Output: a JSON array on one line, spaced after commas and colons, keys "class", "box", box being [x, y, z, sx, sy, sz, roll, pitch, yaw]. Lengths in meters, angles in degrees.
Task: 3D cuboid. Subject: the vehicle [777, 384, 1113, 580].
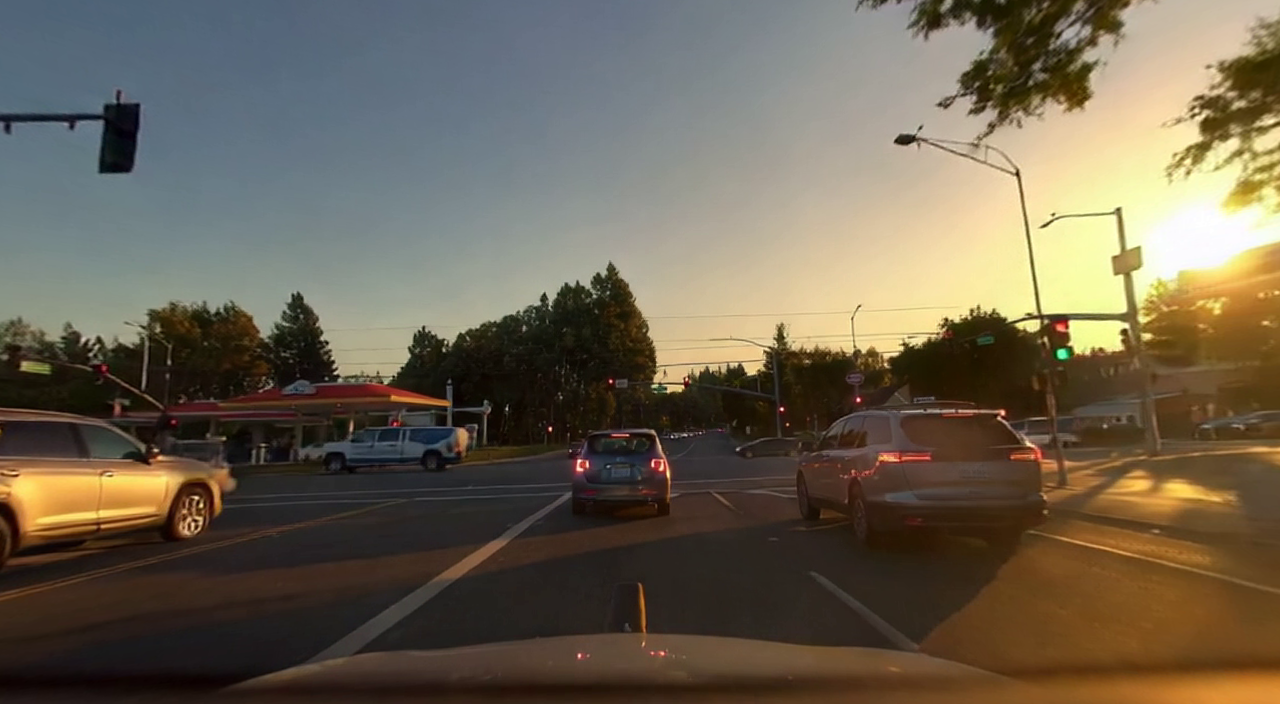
[{"class": "vehicle", "box": [3.251, 1.497, 7.985, 2.083, 1.779, 4.347, 0, -8, 0]}]

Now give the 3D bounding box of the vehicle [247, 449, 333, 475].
[{"class": "vehicle", "box": [-21.512, 6.746, 38.864, 4.149, 1.527, 1.800, 0, -8, -3]}]

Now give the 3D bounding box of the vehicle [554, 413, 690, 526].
[{"class": "vehicle", "box": [-0.260, 2.078, 11.632, 2.067, 1.702, 3.987, 0, -8, 0]}]

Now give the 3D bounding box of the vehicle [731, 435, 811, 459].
[{"class": "vehicle", "box": [8.389, 6.090, 40.470, 4.669, 1.469, 1.855, 0, -8, -3]}]

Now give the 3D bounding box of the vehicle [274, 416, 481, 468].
[{"class": "vehicle", "box": [-17.587, 6.155, 43.059, 12.640, 3.321, 2.995, 0, -8, -3]}]

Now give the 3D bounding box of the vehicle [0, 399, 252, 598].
[{"class": "vehicle", "box": [-6.744, 1.465, 6.684, 2.011, 1.774, 4.866, 0, -8, 2]}]
